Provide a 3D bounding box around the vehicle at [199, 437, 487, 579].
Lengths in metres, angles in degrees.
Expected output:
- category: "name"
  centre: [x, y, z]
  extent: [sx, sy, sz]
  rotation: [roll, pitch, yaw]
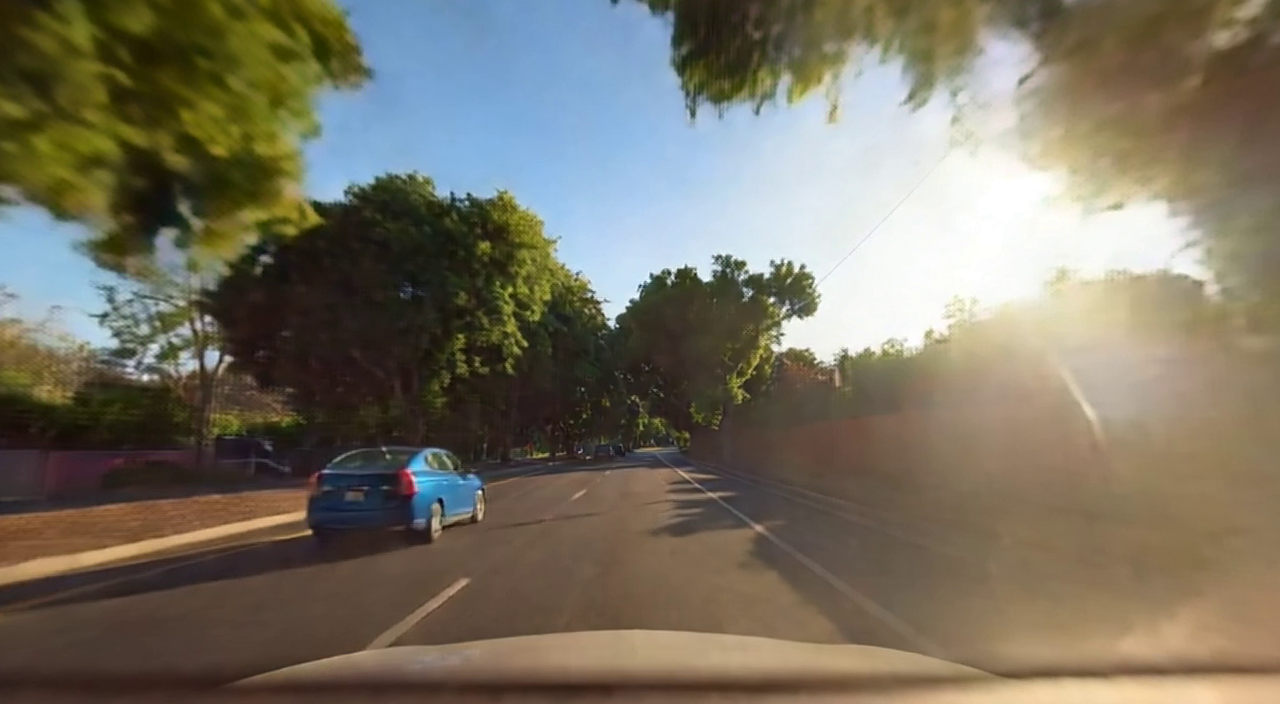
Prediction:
- category: "vehicle"
  centre: [-3.612, 1.948, 8.769]
  extent: [1.870, 1.431, 4.317]
  rotation: [-1, -9, 1]
